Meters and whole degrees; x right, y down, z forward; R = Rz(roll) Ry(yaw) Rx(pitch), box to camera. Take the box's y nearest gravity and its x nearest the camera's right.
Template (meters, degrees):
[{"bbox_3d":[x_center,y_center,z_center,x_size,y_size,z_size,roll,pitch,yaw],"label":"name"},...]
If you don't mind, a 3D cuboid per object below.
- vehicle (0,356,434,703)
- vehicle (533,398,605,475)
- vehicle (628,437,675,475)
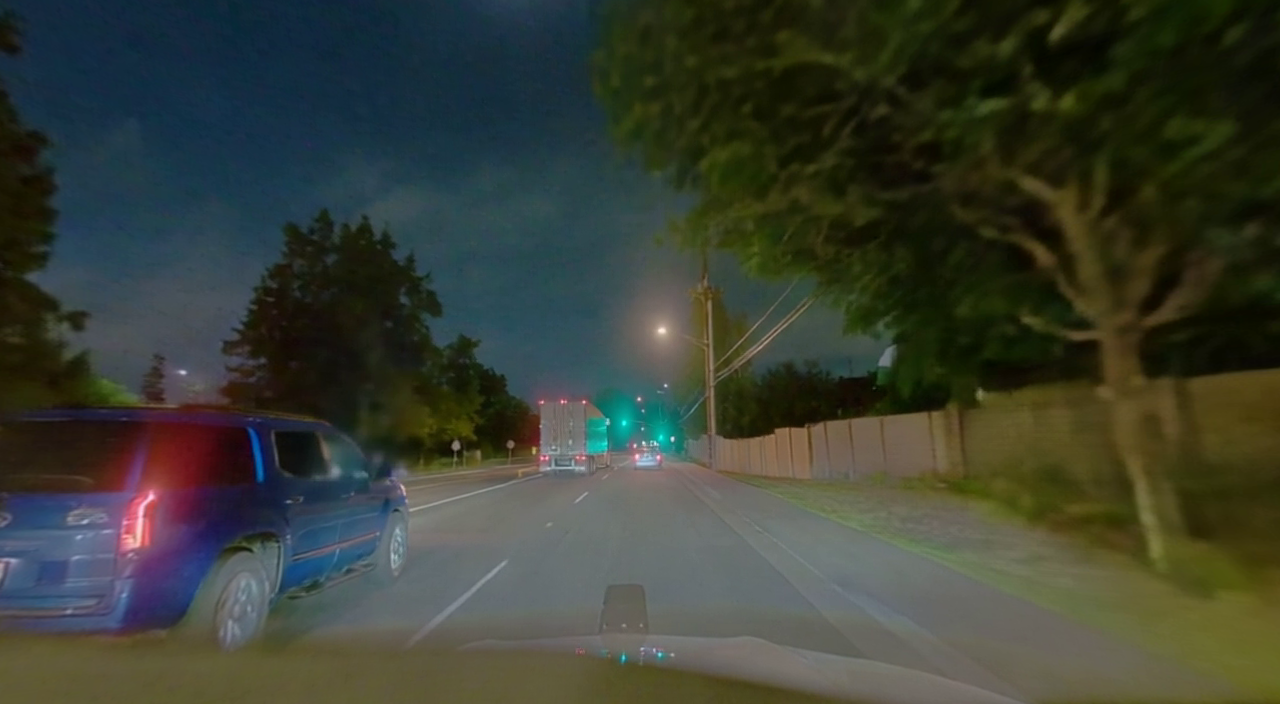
[{"bbox_3d":[-3.588,1.264,5.318,2.093,1.832,4.508,0,-9,1],"label":"vehicle"},{"bbox_3d":[-3.626,4.724,34.694,2.928,3.658,8.980,0,-8,0],"label":"vehicle"},{"bbox_3d":[0.565,5.122,31.208,2.174,1.749,4.113,0,-8,1],"label":"vehicle"}]
